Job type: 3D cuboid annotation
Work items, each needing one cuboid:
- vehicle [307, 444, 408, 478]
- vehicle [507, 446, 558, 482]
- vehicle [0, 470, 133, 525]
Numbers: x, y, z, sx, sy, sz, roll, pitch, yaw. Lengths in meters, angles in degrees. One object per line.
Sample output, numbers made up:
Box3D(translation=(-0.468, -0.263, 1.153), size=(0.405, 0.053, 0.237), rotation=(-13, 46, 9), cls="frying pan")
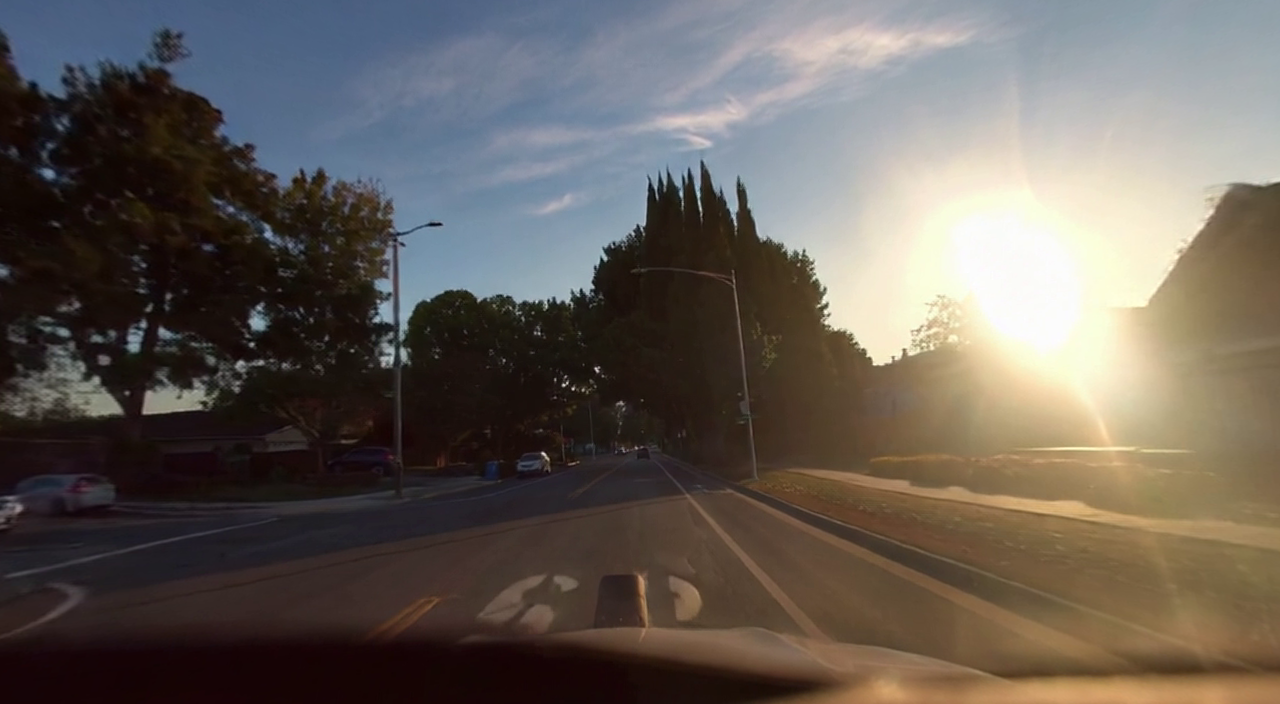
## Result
Box3D(translation=(-15.613, 6.015, 35.010), size=(4.735, 1.712, 1.992), rotation=(-2, -9, 9), cls="vehicle")
Box3D(translation=(-6.544, 6.880, 38.892), size=(2.176, 1.885, 5.174), rotation=(-5, -10, -1), cls="vehicle")
Box3D(translation=(-17.798, 4.246, 18.640), size=(4.321, 1.452, 1.911), rotation=(-2, -9, 9), cls="vehicle")
